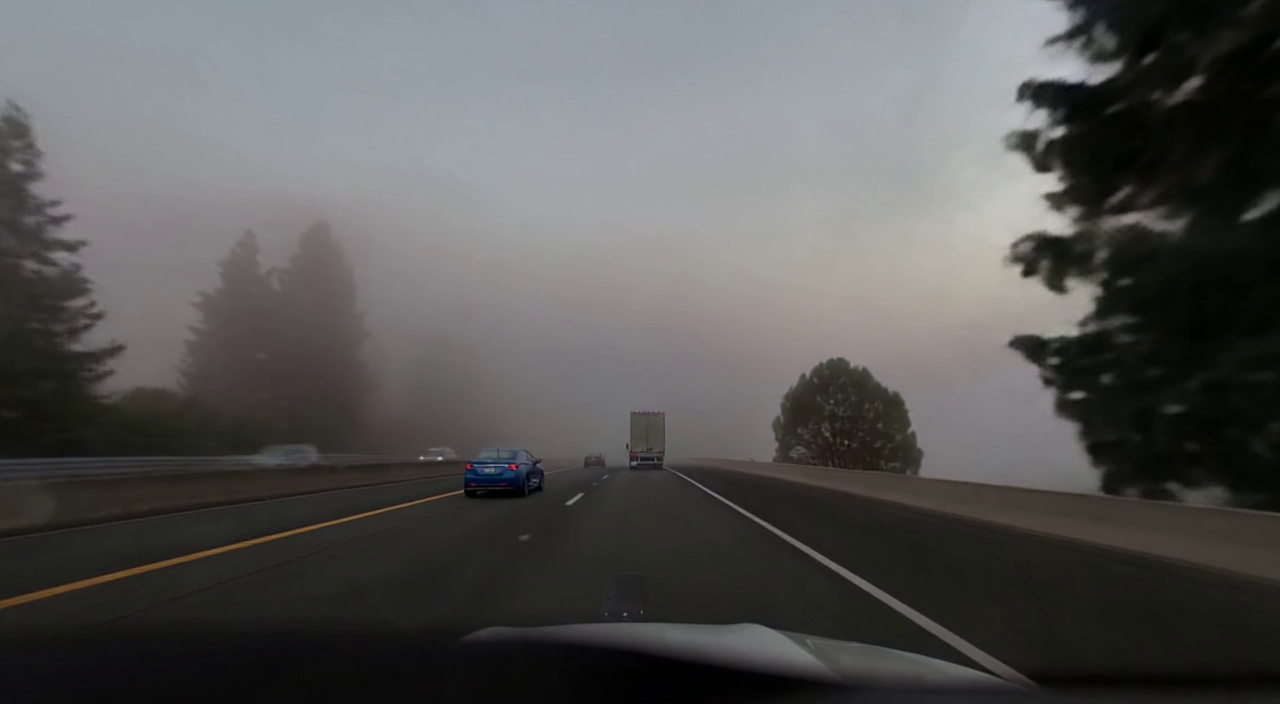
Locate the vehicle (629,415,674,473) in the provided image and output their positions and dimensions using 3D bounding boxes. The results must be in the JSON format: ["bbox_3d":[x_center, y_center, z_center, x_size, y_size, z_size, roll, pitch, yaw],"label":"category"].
[{"bbox_3d":[0.674,6.591,44.811,2.893,3.628,9.081,0,-9,-1],"label":"vehicle"}]

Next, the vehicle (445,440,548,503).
[{"bbox_3d":[-3.973,3.372,18.168,1.977,1.602,3.944,0,-9,1],"label":"vehicle"}]

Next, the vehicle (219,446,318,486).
[{"bbox_3d":[-15.915,4.877,27.248,1.871,1.578,3.906,0,-9,0],"label":"vehicle"}]
